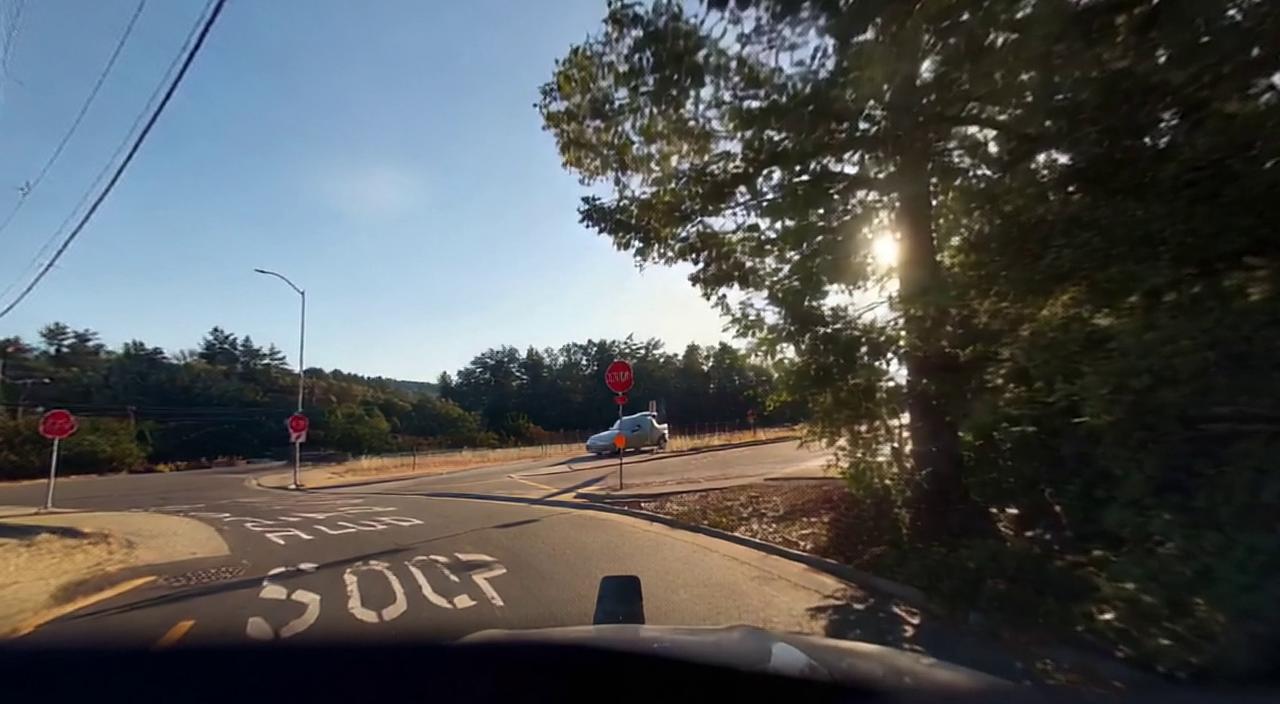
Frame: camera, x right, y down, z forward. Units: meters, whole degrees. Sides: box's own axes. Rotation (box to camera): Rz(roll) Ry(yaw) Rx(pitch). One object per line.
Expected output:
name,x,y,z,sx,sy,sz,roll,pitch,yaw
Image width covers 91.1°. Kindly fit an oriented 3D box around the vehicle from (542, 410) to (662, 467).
vehicle,-1.425,3.369,24.794,1.914,1.574,4.403,-11,-6,44
